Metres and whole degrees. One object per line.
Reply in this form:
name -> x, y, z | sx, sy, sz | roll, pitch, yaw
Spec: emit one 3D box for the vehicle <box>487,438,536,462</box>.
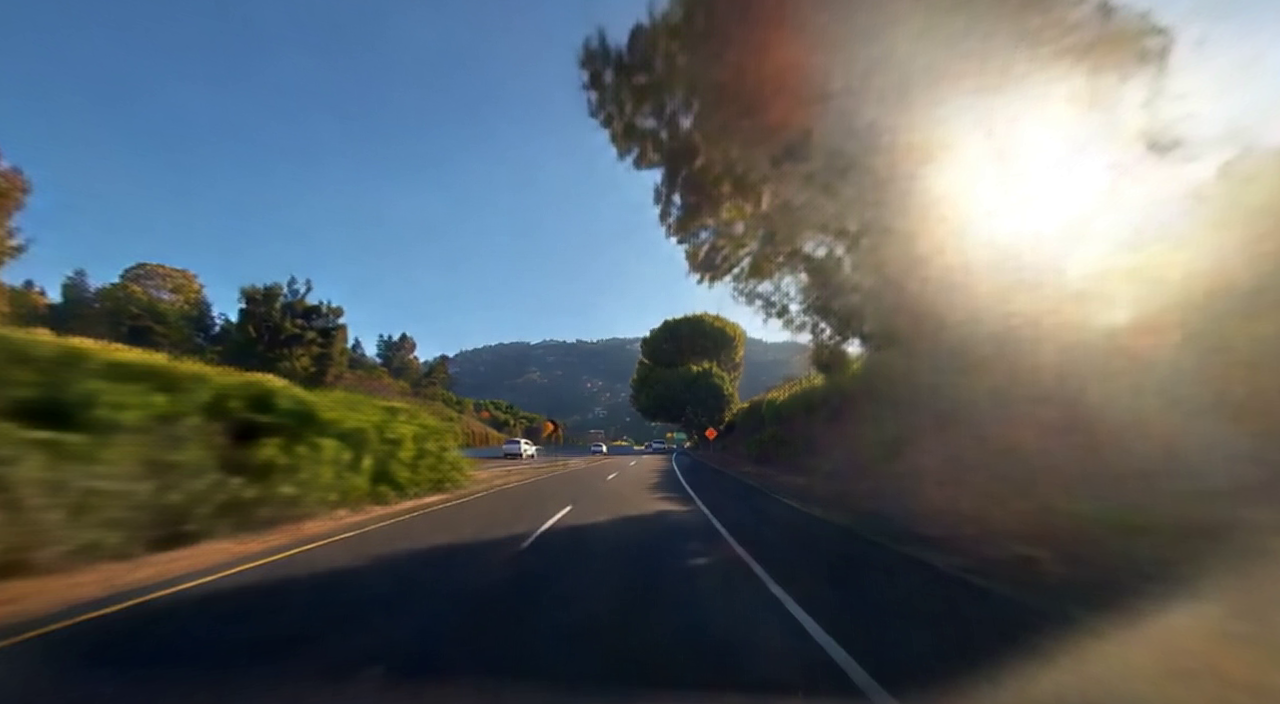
vehicle -> -9.350, 7.132, 46.118 | 2.141, 1.612, 3.998 | -1, -8, 10
